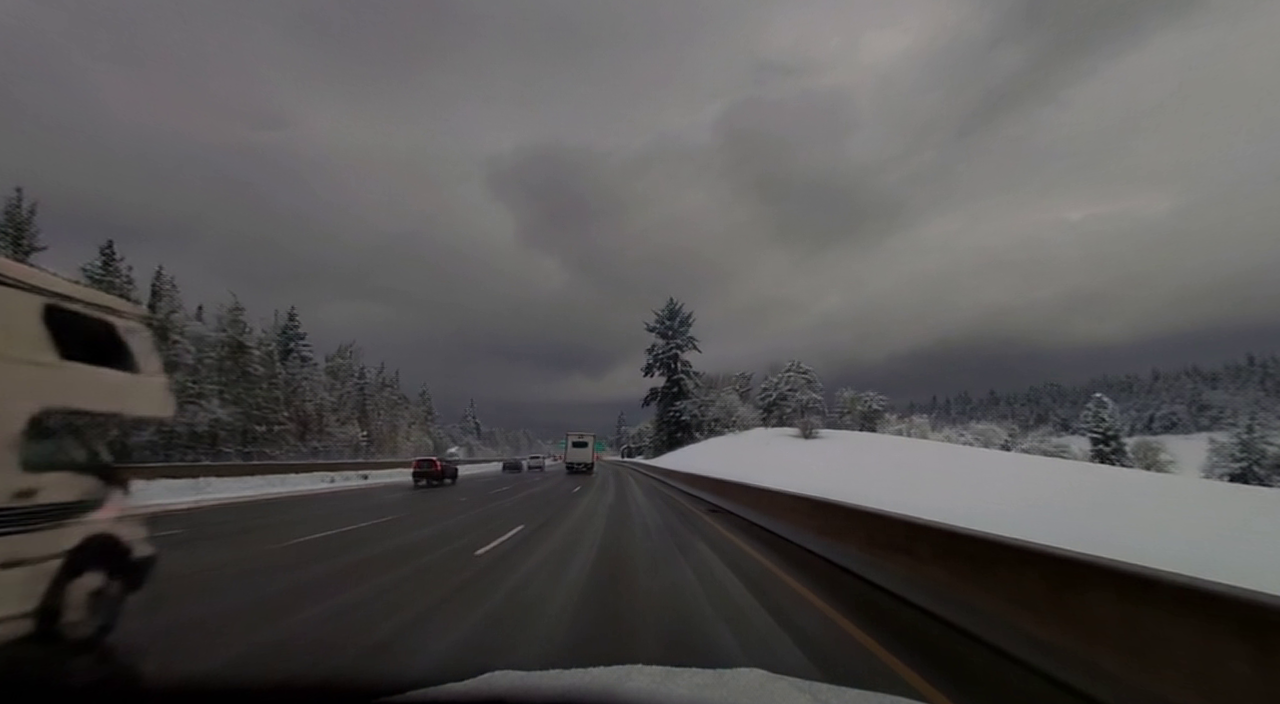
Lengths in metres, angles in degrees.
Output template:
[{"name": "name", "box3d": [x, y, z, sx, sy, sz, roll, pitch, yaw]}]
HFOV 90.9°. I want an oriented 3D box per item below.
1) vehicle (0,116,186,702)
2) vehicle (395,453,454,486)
[{"name": "vehicle", "box3d": [-4.543, -0.172, 0.568, 2.542, 2.965, 7.637, -1, -10, 0]}, {"name": "vehicle", "box3d": [-12.830, 7.000, 37.816, 2.005, 1.774, 4.610, 0, -9, -2]}]
